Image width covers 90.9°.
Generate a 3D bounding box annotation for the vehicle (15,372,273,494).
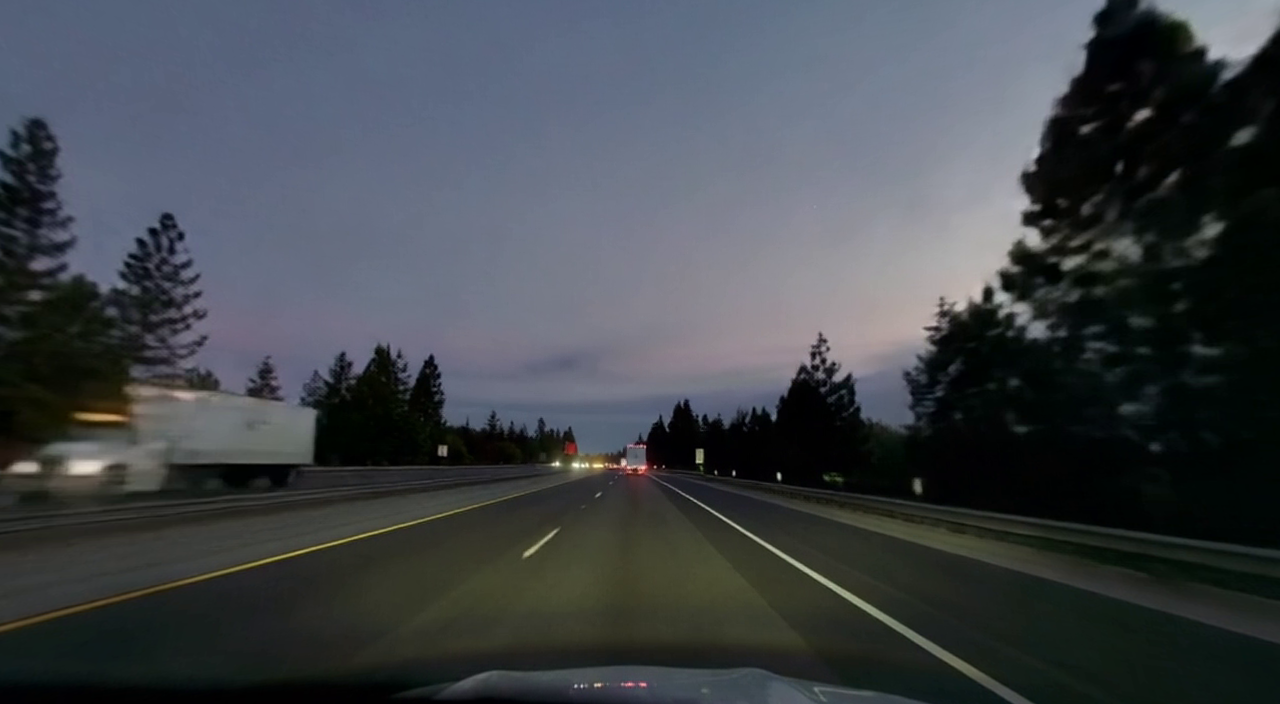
[{"bbox_3d":[-16.275,2.967,21.708,2.653,3.441,7.431,1,-10,0],"label":"vehicle"}]
